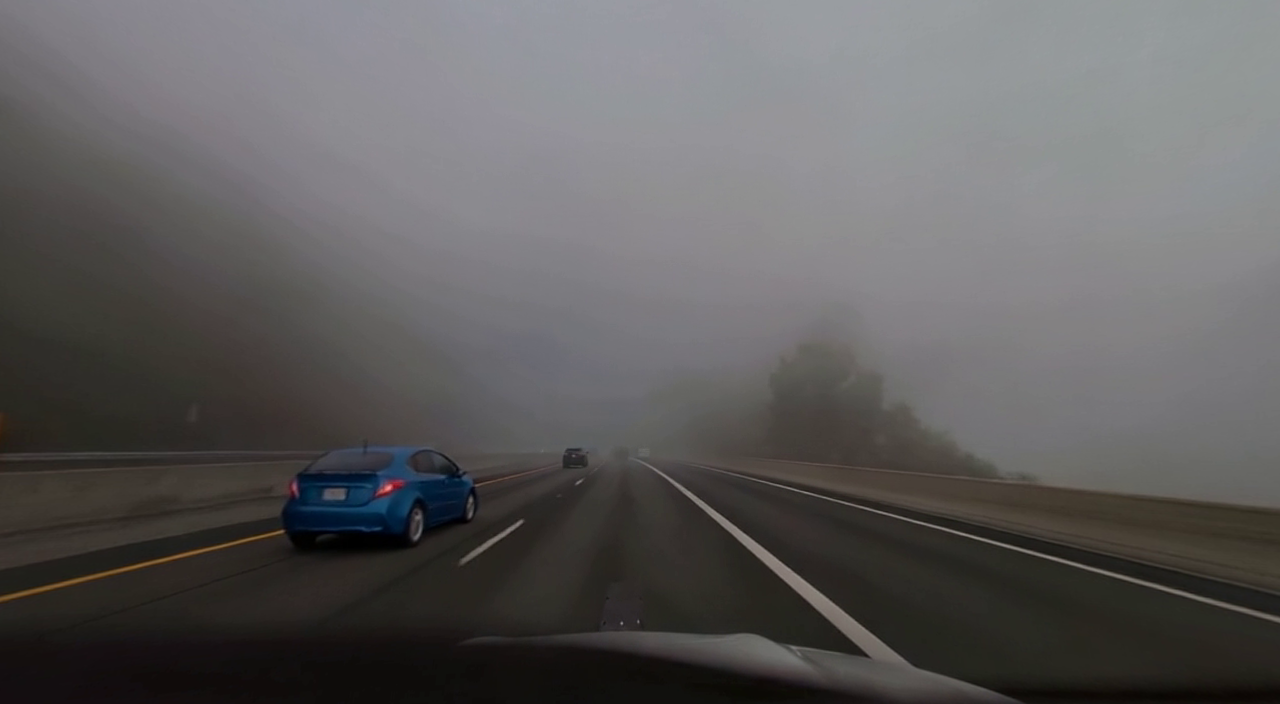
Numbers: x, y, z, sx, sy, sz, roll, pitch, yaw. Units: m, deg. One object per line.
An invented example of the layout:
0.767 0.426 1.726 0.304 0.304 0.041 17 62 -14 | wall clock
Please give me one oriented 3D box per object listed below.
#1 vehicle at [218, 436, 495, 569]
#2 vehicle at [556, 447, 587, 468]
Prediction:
-3.808 2.089 9.721 1.957 1.499 4.965 0 -9 0 | vehicle
-5.376 8.340 49.996 2.049 1.521 4.366 0 -9 -2 | vehicle
